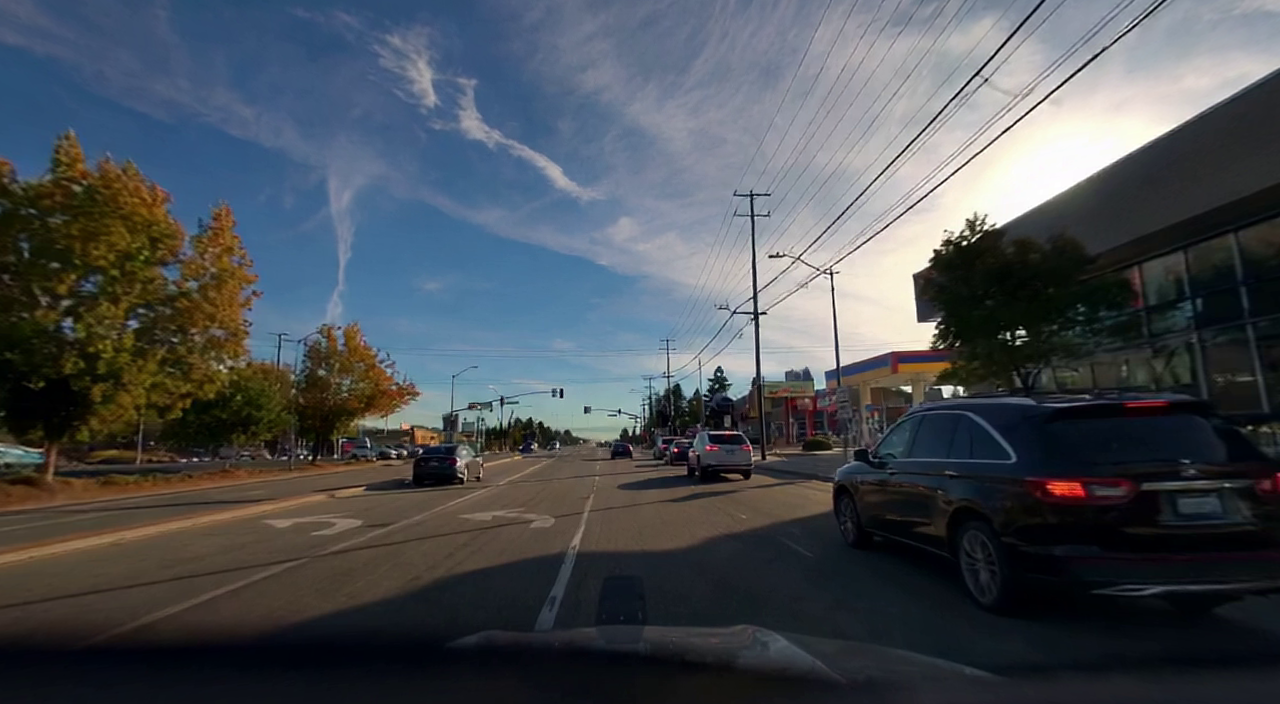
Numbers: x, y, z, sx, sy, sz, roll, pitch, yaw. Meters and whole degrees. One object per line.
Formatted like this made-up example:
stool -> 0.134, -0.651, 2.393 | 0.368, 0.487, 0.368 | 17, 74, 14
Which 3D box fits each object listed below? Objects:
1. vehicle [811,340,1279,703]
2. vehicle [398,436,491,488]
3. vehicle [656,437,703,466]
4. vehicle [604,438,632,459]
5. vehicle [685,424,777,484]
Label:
vehicle -> 3.724, 1.224, 5.834 | 2.582, 1.810, 5.315 | 0, -9, -3
vehicle -> -6.204, 3.538, 20.596 | 2.075, 1.470, 4.190 | 0, -9, -6
vehicle -> 2.134, 5.521, 35.224 | 1.945, 1.470, 4.363 | 0, -9, -5
vehicle -> -1.751, 7.534, 49.383 | 2.065, 1.484, 3.894 | 0, -9, -4
vehicle -> 3.052, 3.578, 22.373 | 2.124, 1.824, 4.973 | 0, -9, -5
